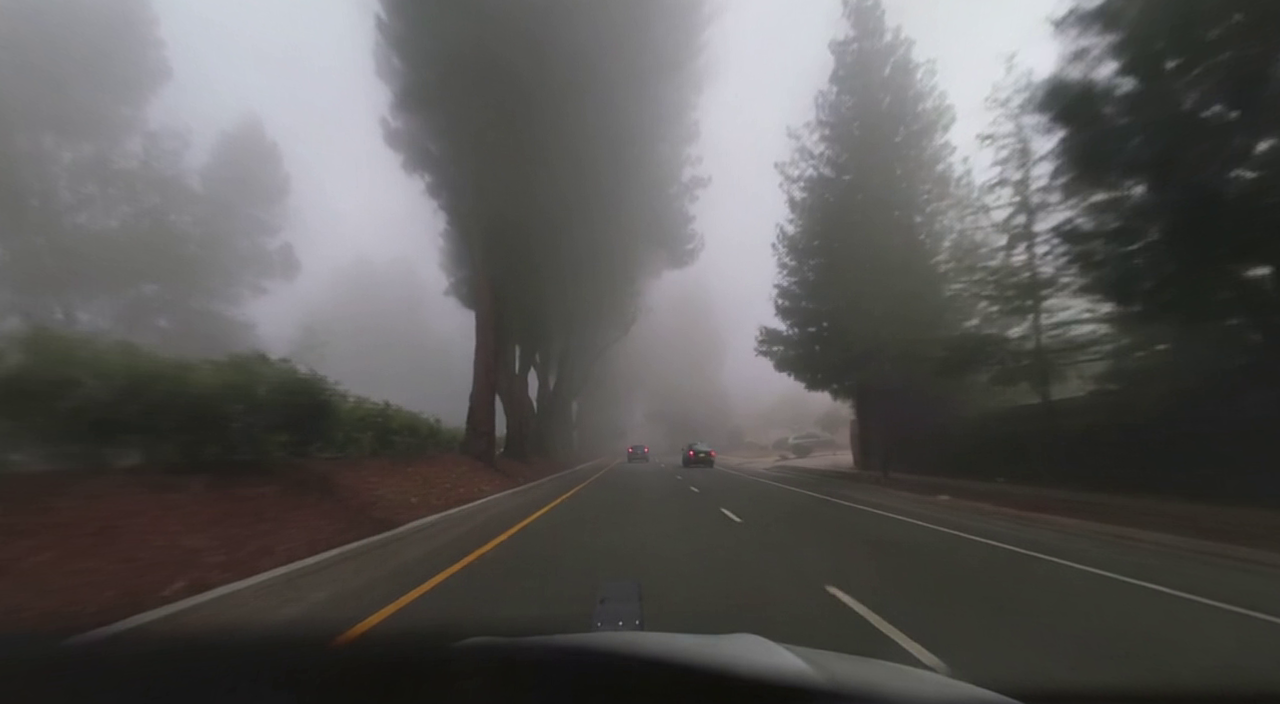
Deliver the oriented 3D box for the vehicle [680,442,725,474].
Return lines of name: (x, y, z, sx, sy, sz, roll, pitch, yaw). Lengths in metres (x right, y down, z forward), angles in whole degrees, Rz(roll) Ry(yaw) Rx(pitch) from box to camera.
vehicle: (3.369, 5.781, 34.760, 1.888, 1.640, 4.044, 0, -9, -2)
